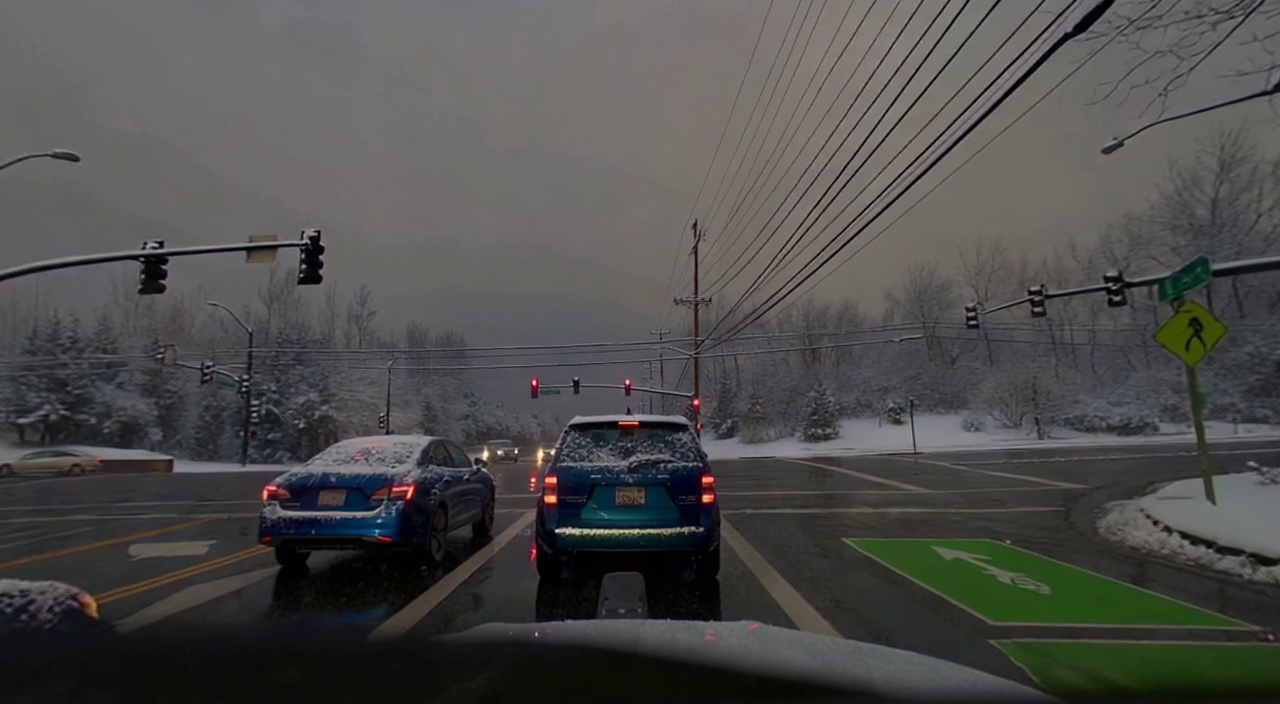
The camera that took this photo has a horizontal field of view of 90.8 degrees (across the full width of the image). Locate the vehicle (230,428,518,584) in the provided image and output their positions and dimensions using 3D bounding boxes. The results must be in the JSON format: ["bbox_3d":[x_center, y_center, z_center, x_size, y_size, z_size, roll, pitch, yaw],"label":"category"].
[{"bbox_3d":[-2.934,1.765,8.015,1.969,1.486,3.702,0,-8,1],"label":"vehicle"}]

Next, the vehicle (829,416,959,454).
[{"bbox_3d":[13.845,4.601,34.831,6.143,1.944,2.229,-1,-8,5],"label":"vehicle"}]

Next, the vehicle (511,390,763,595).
[{"bbox_3d":[-0.055,1.519,7.606,2.182,1.773,4.041,0,-8,-1],"label":"vehicle"}]

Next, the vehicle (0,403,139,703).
[{"bbox_3d":[-3.349,0.662,0.439,1.928,1.488,4.936,0,-8,0],"label":"vehicle"}]
